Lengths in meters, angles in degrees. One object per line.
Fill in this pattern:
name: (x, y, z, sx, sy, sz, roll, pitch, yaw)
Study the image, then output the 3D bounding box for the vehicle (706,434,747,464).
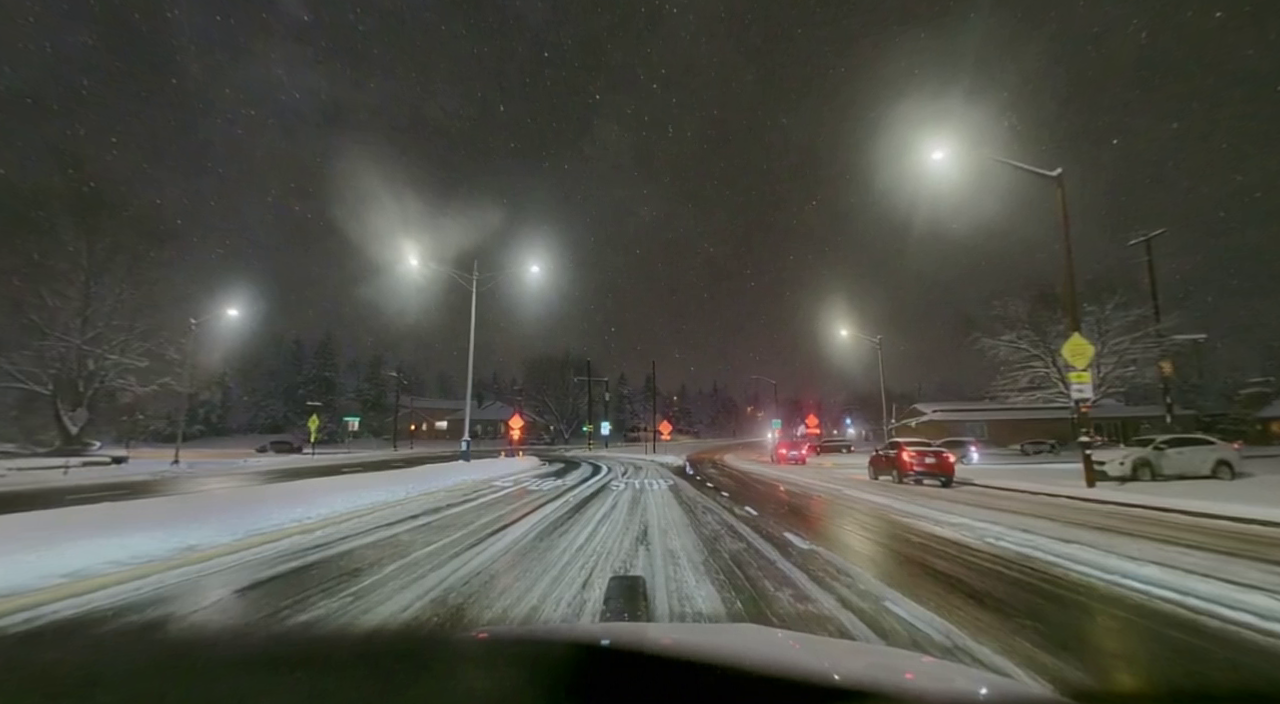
vehicle: (5.480, 6.234, 40.444, 2.150, 1.779, 4.423, 0, -9, 2)

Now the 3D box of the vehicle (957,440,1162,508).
vehicle: (10.409, 3.031, 16.192, 2.000, 1.487, 4.548, 0, -8, -2)

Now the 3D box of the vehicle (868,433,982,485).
vehicle: (10.513, 3.983, 23.736, 1.961, 1.754, 4.889, 0, -9, 0)

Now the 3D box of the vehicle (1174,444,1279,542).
vehicle: (10.427, 2.010, 8.825, 1.934, 1.429, 4.472, 0, -8, -1)
